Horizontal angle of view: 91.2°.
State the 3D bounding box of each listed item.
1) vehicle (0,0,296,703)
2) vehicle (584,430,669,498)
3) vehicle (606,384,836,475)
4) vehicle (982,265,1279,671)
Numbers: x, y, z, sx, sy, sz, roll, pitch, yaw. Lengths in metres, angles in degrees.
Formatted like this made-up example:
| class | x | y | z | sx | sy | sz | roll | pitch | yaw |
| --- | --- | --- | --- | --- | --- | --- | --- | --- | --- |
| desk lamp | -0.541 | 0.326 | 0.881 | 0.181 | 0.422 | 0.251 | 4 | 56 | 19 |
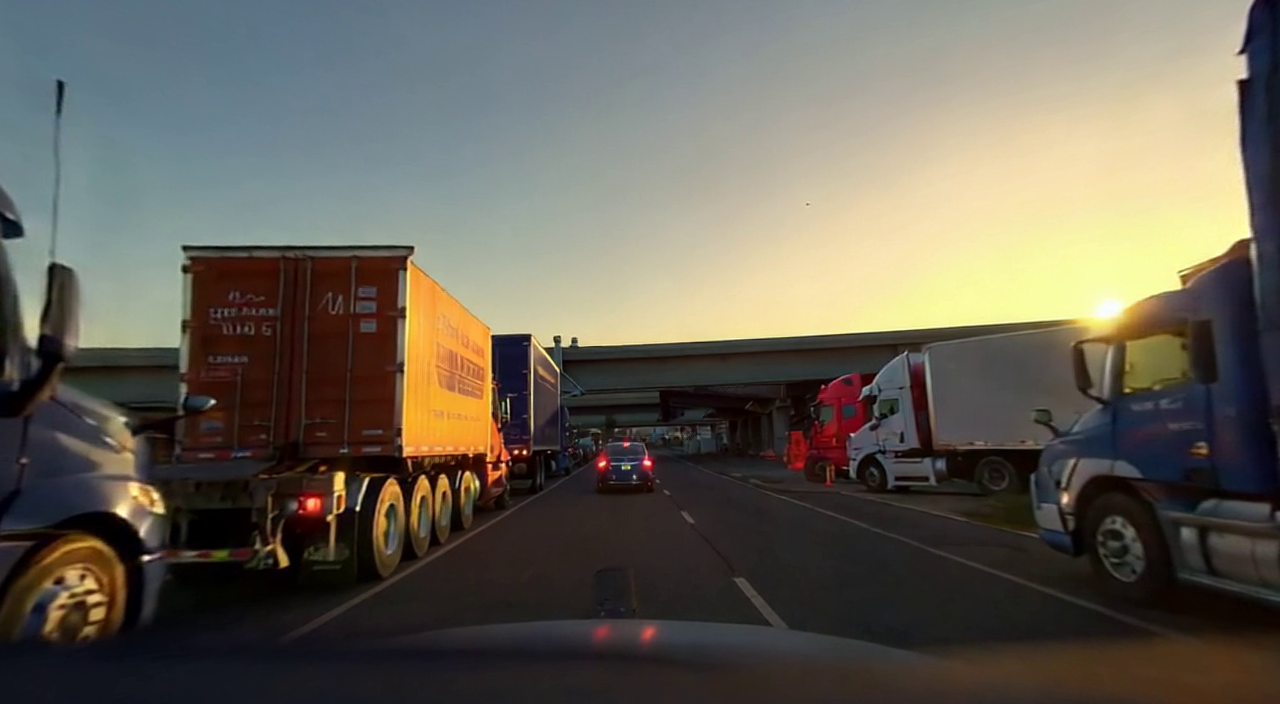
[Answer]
| class | x | y | z | sx | sy | sz | roll | pitch | yaw |
| --- | --- | --- | --- | --- | --- | --- | --- | --- | --- |
| vehicle | -3.936 | -0.051 | 1.147 | 2.844 | 3.085 | 6.941 | 0 | -9 | -2 |
| vehicle | -0.383 | 3.136 | 17.801 | 2.140 | 1.682 | 3.971 | 0 | -9 | -1 |
| vehicle | 3.608 | 4.265 | 34.884 | 2.877 | 4.124 | 14.516 | 2 | -7 | -39 |
| vehicle | 5.169 | 0.678 | 3.679 | 2.570 | 2.439 | 6.392 | 0 | -9 | -1 |
